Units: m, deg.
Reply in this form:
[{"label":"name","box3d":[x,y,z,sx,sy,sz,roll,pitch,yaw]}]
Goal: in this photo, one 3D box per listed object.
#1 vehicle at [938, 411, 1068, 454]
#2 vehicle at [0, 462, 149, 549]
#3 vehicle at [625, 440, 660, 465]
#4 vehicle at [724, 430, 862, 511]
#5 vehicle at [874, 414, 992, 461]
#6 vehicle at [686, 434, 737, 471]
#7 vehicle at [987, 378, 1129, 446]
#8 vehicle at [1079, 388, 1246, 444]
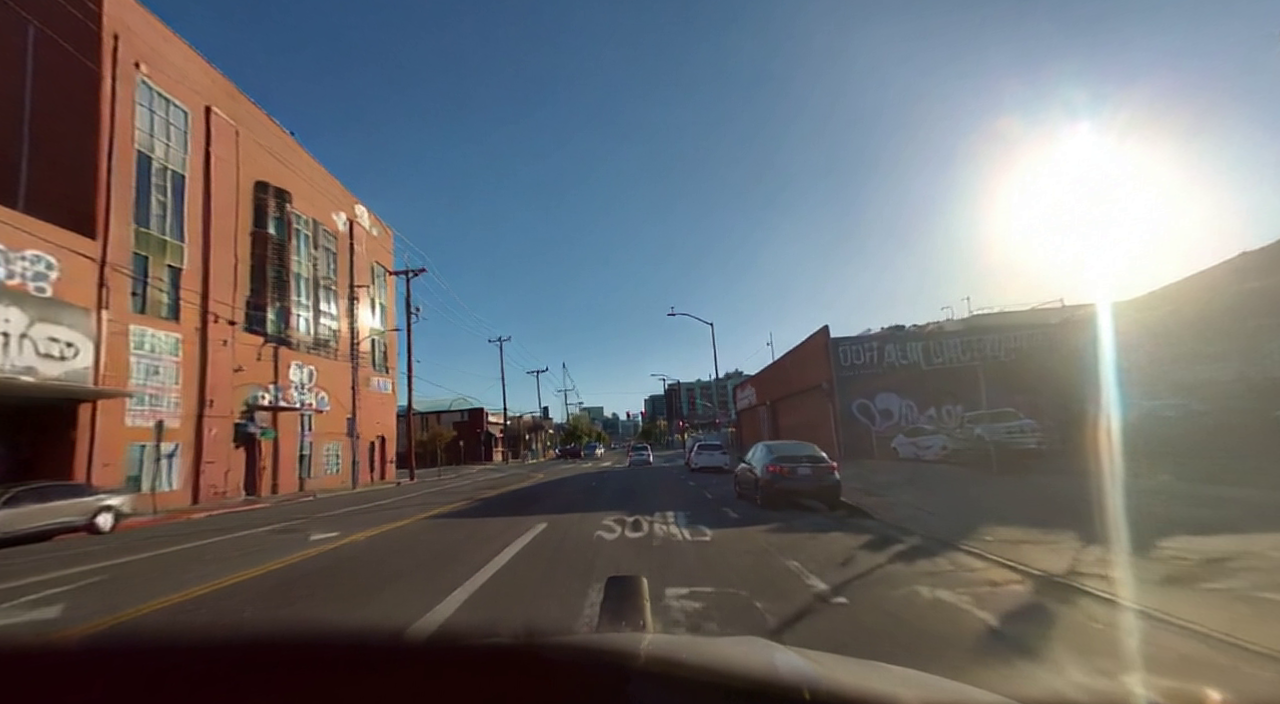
[{"label":"vehicle","box3d":[13.260,3.048,23.359,1.819,1.450,4.707,0,-9,-3]},{"label":"vehicle","box3d":[-15.294,3.792,15.154,2.048,1.814,5.998,-8,-9,1]},{"label":"vehicle","box3d":[0.152,6.485,40.743,2.153,1.505,4.452,0,-9,0]},{"label":"vehicle","box3d":[3.250,2.626,14.320,2.062,1.535,4.206,0,-9,0]},{"label":"vehicle","box3d":[10.866,3.271,23.791,1.956,1.514,4.862,-1,-9,-2]},{"label":"vehicle","box3d":[3.519,5.059,31.662,1.938,1.714,4.402,0,-9,-1]},{"label":"vehicle","box3d":[15.560,2.396,23.789,1.969,2.282,4.731,0,-9,-1]},{"label":"vehicle","box3d":[18.160,2.359,22.175,2.002,1.731,4.413,0,-9,-1]}]
